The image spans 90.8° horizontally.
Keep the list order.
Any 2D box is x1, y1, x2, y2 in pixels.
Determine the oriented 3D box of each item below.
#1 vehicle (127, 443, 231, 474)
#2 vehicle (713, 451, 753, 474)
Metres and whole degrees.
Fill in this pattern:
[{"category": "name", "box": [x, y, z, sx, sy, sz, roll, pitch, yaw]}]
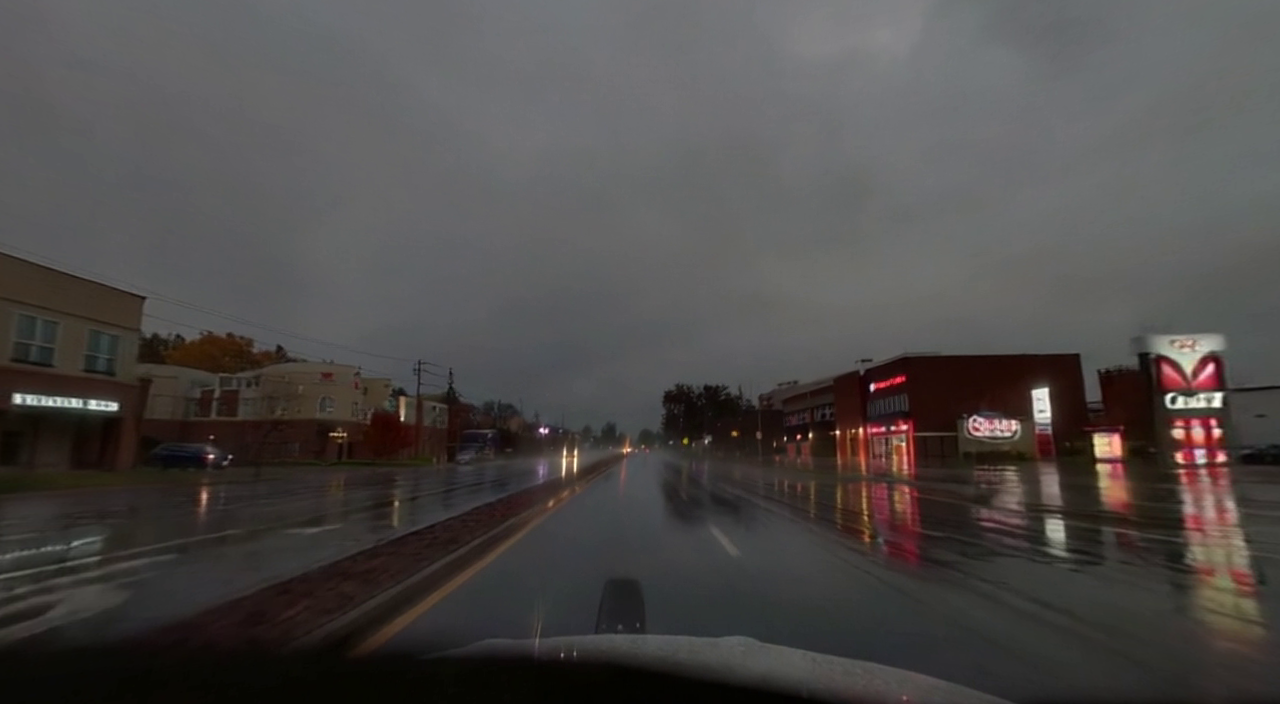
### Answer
[{"category": "vehicle", "box": [-29.687, 6.911, 41.006, 2.207, 1.863, 5.860, 0, -9, 1]}, {"category": "vehicle", "box": [6.284, 7.492, 42.990, 1.916, 1.437, 4.327, 1, -9, -2]}]
